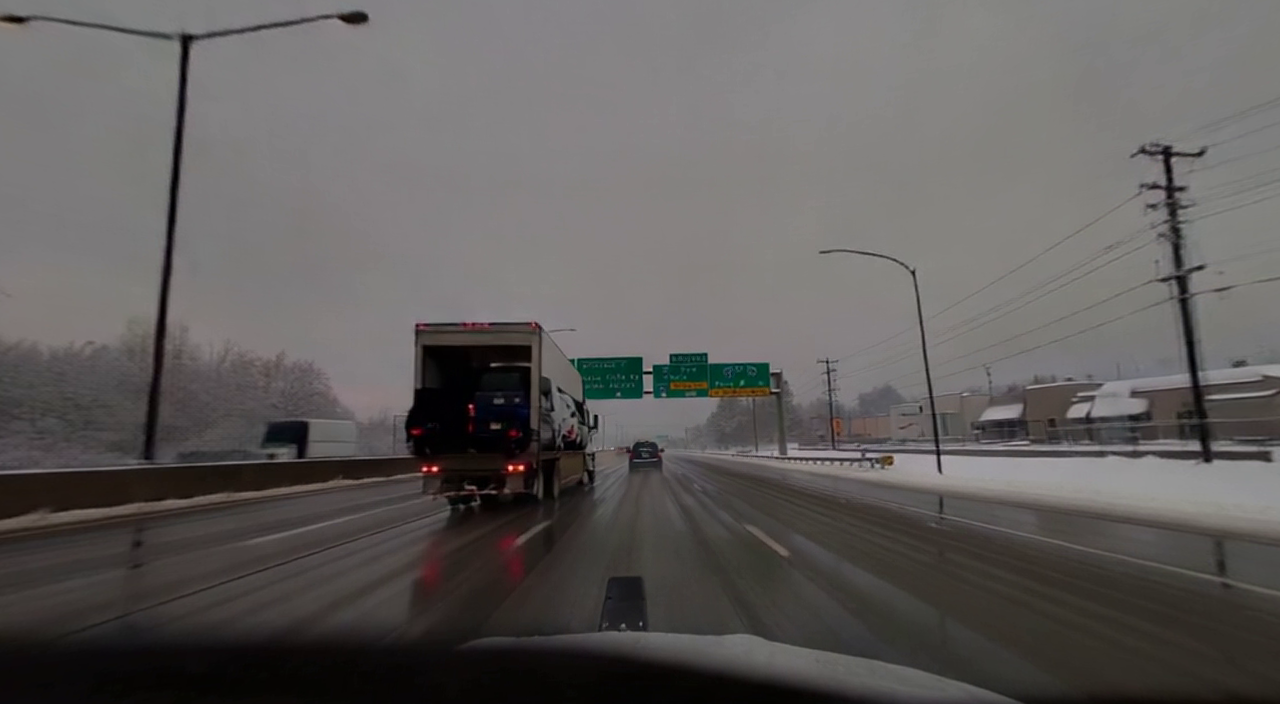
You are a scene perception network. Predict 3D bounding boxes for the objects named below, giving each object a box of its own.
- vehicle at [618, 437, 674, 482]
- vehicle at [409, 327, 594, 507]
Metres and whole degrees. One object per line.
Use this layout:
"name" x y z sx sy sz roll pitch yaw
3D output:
"vehicle" 0.244 4.728 28.075 2.279 1.837 4.747 0 -8 0
"vehicle" -3.870 2.711 23.234 2.888 4.308 16.259 0 -8 1
